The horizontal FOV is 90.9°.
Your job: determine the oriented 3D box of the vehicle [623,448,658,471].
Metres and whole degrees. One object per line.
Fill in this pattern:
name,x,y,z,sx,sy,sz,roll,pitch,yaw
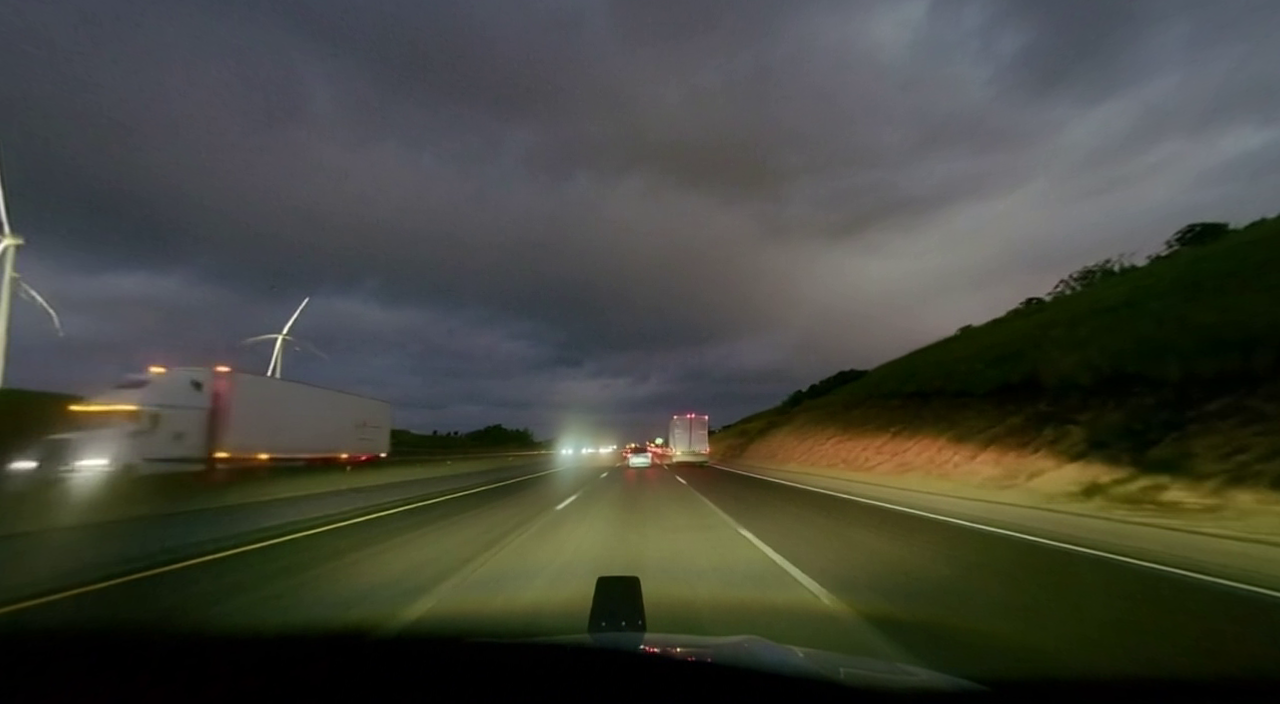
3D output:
vehicle,0.038,7.140,42.091,2.209,1.453,3.695,0,-9,0

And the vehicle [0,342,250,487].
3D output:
vehicle,-15.787,2.081,19.799,3.185,3.867,5.948,0,-9,-2
